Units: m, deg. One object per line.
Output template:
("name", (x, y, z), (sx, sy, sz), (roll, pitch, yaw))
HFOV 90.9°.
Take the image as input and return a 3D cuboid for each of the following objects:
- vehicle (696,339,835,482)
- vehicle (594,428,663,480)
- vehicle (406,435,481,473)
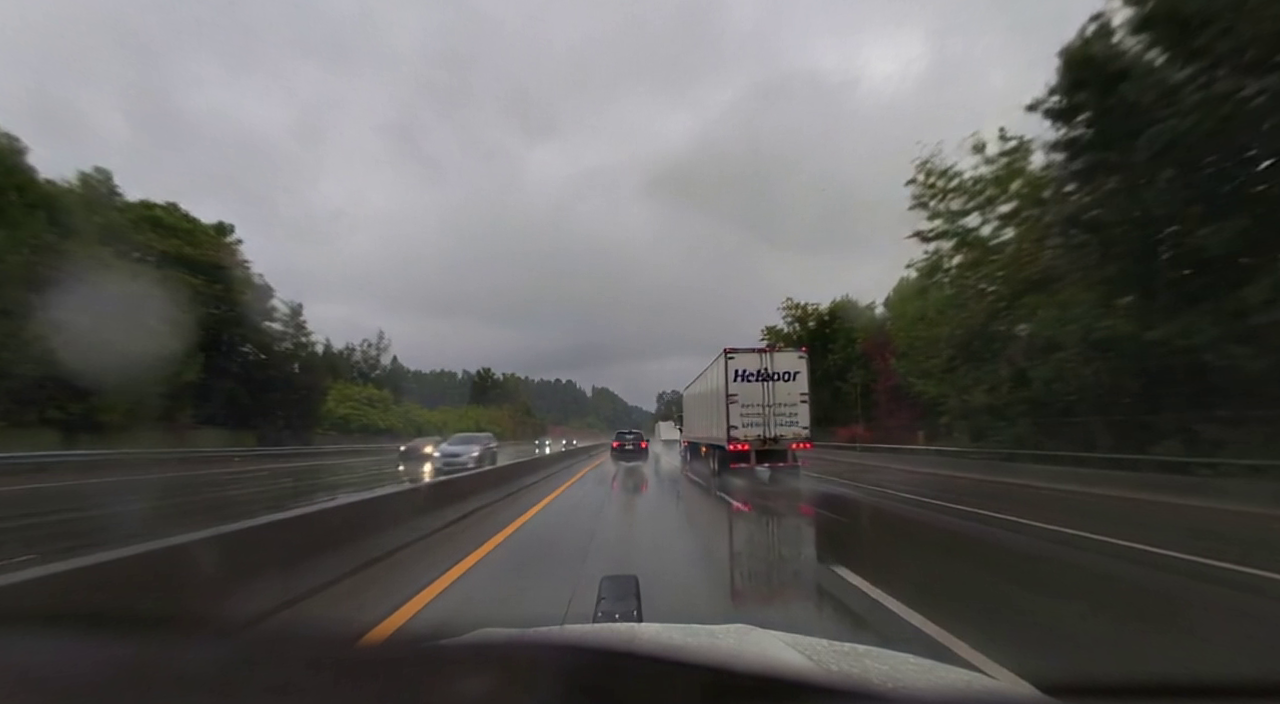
("vehicle", (3.978, 2.304, 22.793), (2.853, 4.038, 9.831), (0, -8, -1))
("vehicle", (-0.391, 3.383, 21.262), (2.095, 1.557, 3.963), (0, -8, -1))
("vehicle", (-8.549, 4.442, 27.803), (1.947, 1.480, 4.576), (0, -8, -1))
